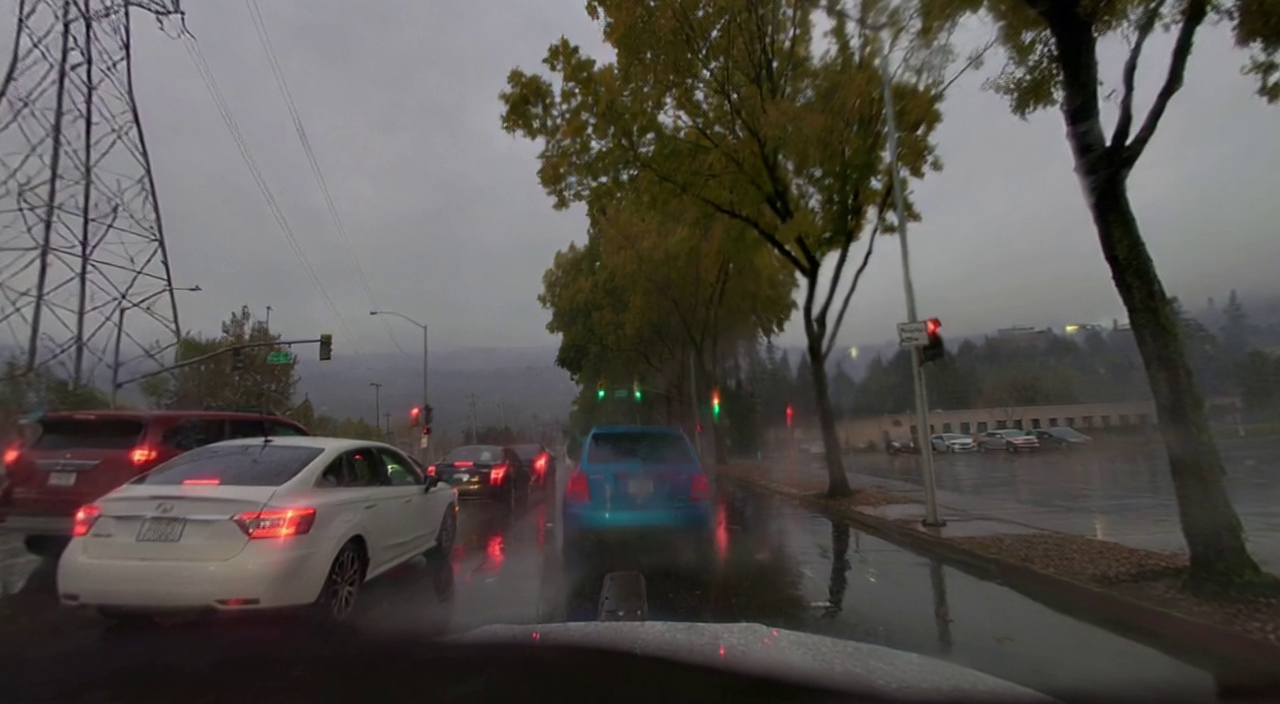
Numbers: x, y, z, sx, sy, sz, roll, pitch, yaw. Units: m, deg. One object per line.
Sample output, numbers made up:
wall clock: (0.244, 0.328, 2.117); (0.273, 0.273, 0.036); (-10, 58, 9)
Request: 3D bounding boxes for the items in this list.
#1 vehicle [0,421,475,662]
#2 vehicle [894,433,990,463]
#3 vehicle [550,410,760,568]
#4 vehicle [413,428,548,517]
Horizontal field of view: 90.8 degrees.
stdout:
vehicle: (-3.168, 1.503, 6.209); (1.973, 1.469, 4.448); (0, -8, -1)
vehicle: (15.103, 4.800, 31.715); (3.858, 1.437, 1.899); (0, -8, -4)
vehicle: (0.090, 1.770, 8.933); (2.239, 1.661, 4.224); (0, -8, -2)
vehicle: (-3.253, 2.524, 13.712); (1.997, 1.636, 3.760); (0, -8, -1)
